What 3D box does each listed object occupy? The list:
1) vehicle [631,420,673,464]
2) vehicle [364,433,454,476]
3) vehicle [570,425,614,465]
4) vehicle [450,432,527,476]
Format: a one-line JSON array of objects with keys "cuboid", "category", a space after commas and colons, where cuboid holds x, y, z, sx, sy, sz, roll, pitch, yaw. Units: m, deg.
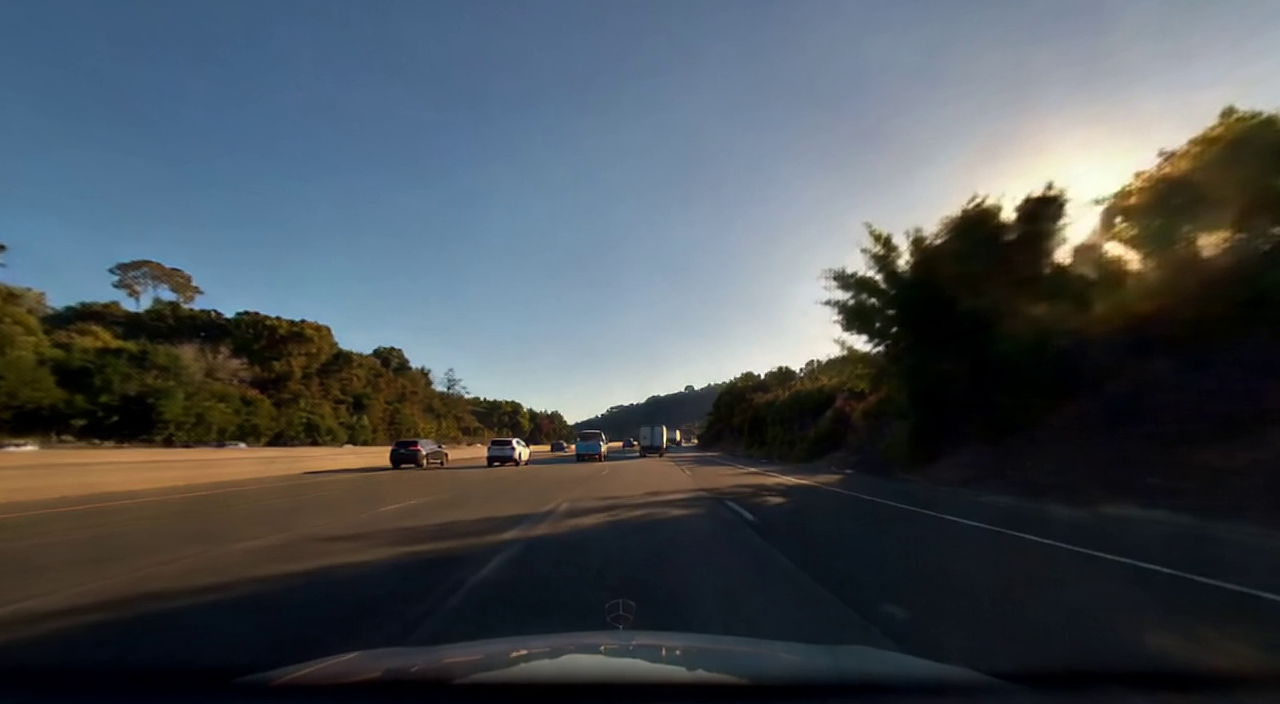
[{"cuboid": [0.821, 6.359, 44.607, 2.768, 2.854, 6.757, 0, -8, 1], "category": "vehicle"}, {"cuboid": [-10.625, 4.765, 29.578, 2.080, 1.777, 5.450, 0, -8, 0], "category": "vehicle"}, {"cuboid": [-3.155, 6.312, 42.749, 2.328, 2.519, 5.238, 0, -8, 3], "category": "vehicle"}, {"cuboid": [-6.909, 4.728, 29.430, 2.206, 1.838, 4.889, 0, -8, 2], "category": "vehicle"}]
